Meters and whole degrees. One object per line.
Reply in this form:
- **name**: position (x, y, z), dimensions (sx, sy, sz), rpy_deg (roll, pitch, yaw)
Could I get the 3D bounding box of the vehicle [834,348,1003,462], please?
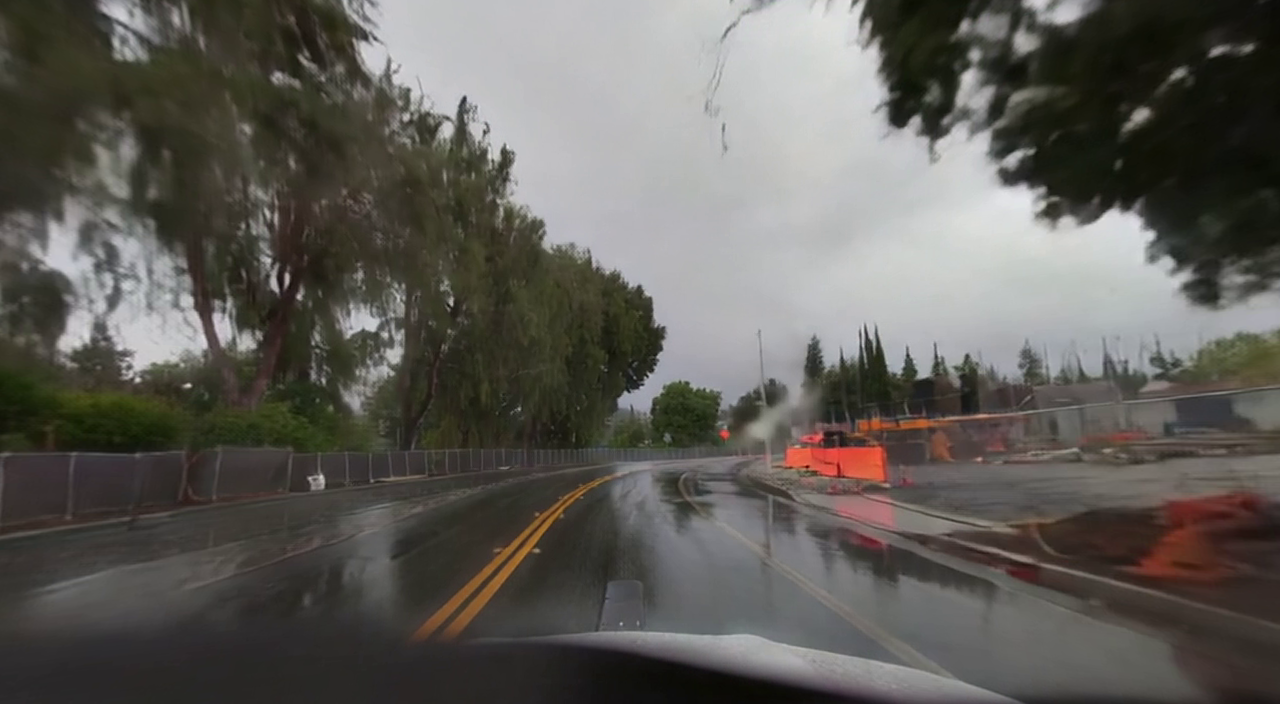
- **vehicle**: position (10.667, 2.485, 25.879), dimensions (2.984, 3.691, 10.409), rpy_deg (-2, -9, 5)
